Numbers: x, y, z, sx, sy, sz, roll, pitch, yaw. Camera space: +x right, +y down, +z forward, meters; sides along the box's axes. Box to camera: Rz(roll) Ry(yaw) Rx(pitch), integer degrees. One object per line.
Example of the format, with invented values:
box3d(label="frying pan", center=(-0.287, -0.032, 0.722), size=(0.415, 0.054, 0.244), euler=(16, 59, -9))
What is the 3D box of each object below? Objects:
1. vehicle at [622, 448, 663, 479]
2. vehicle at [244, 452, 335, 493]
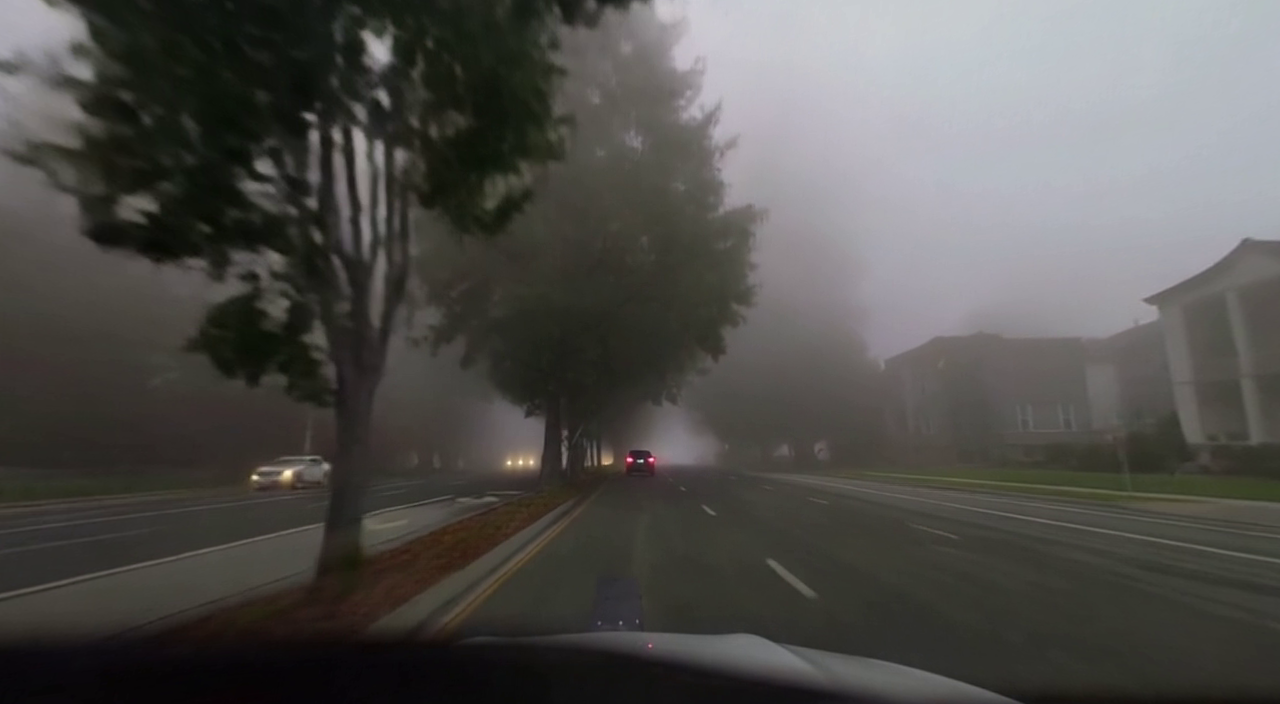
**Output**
box3d(label="vehicle", center=(0.169, 6.033, 34.536), size=(2.093, 1.591, 4.247), euler=(0, -9, 1))
box3d(label="vehicle", center=(-18.318, 6.272, 33.340), size=(2.048, 1.955, 4.692), euler=(0, -9, 1))
